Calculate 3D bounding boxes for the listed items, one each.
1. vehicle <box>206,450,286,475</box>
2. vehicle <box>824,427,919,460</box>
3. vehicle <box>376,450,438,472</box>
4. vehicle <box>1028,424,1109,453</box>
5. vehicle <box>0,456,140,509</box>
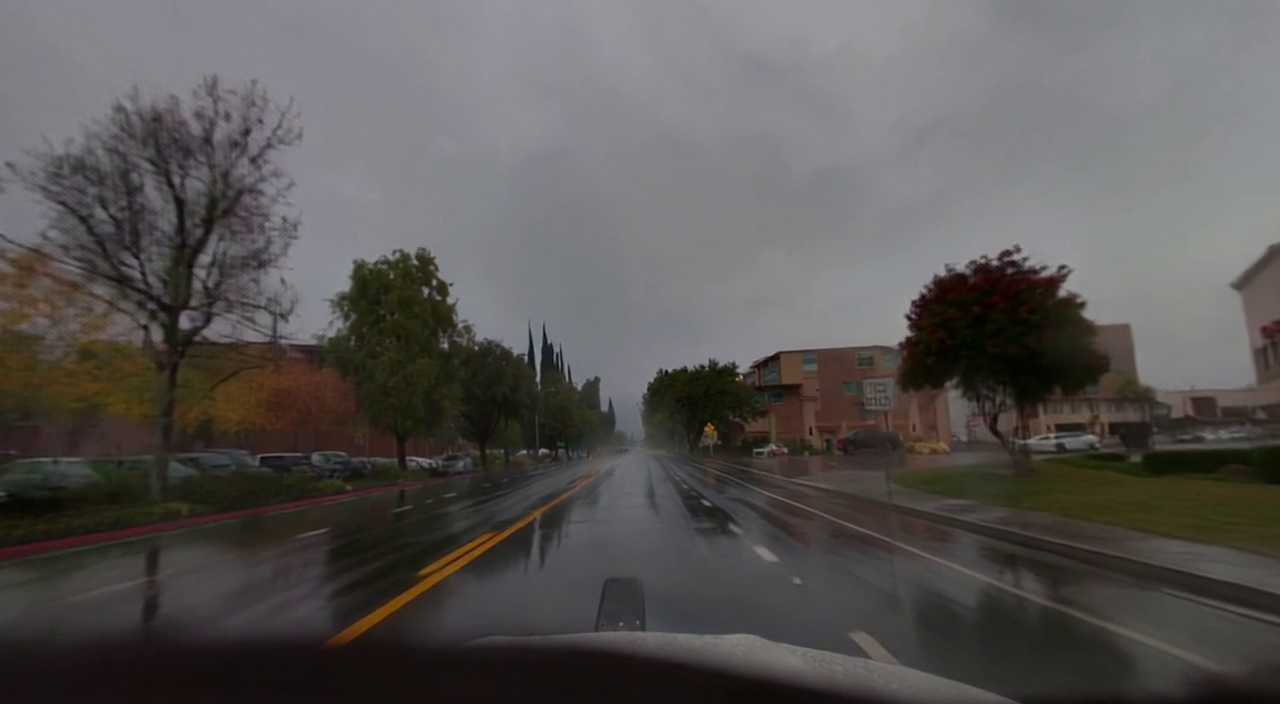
[{"bbox_3d":[-27.243,7.660,43.812,4.272,1.613,1.855,2,-8,-14],"label":"vehicle"},{"bbox_3d":[12.802,5.046,34.958,4.632,1.701,1.975,-4,-9,26],"label":"vehicle"},{"bbox_3d":[-17.337,8.099,46.971,4.708,1.472,1.994,-6,-10,36],"label":"vehicle"},{"bbox_3d":[23.185,4.681,34.137,4.694,1.496,1.845,5,-10,-33],"label":"vehicle"},{"bbox_3d":[-18.870,4.230,20.887,4.295,1.486,1.881,-4,-9,27],"label":"vehicle"}]
